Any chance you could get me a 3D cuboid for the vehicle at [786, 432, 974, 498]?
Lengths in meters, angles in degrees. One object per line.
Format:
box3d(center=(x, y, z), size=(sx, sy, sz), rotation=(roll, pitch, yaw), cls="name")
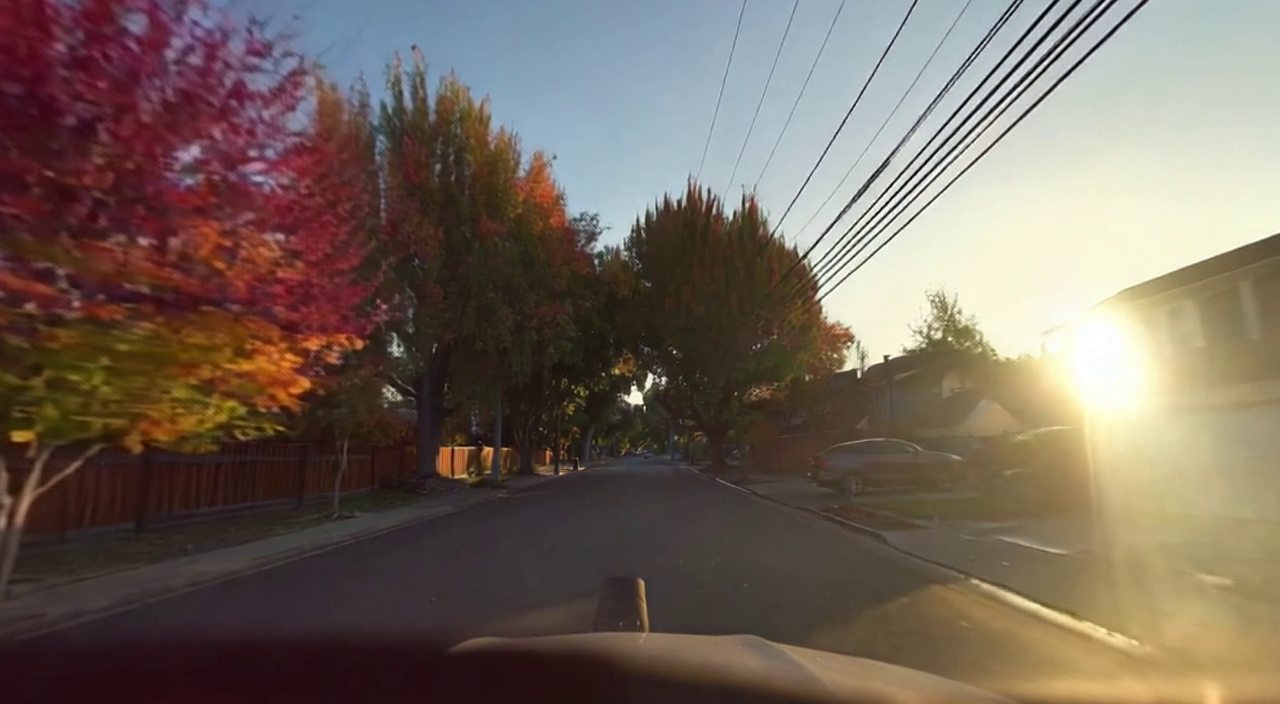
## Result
box3d(center=(7.050, 3.389, 19.054), size=(4.806, 1.851, 2.050), rotation=(0, -9, 2), cls="vehicle")
